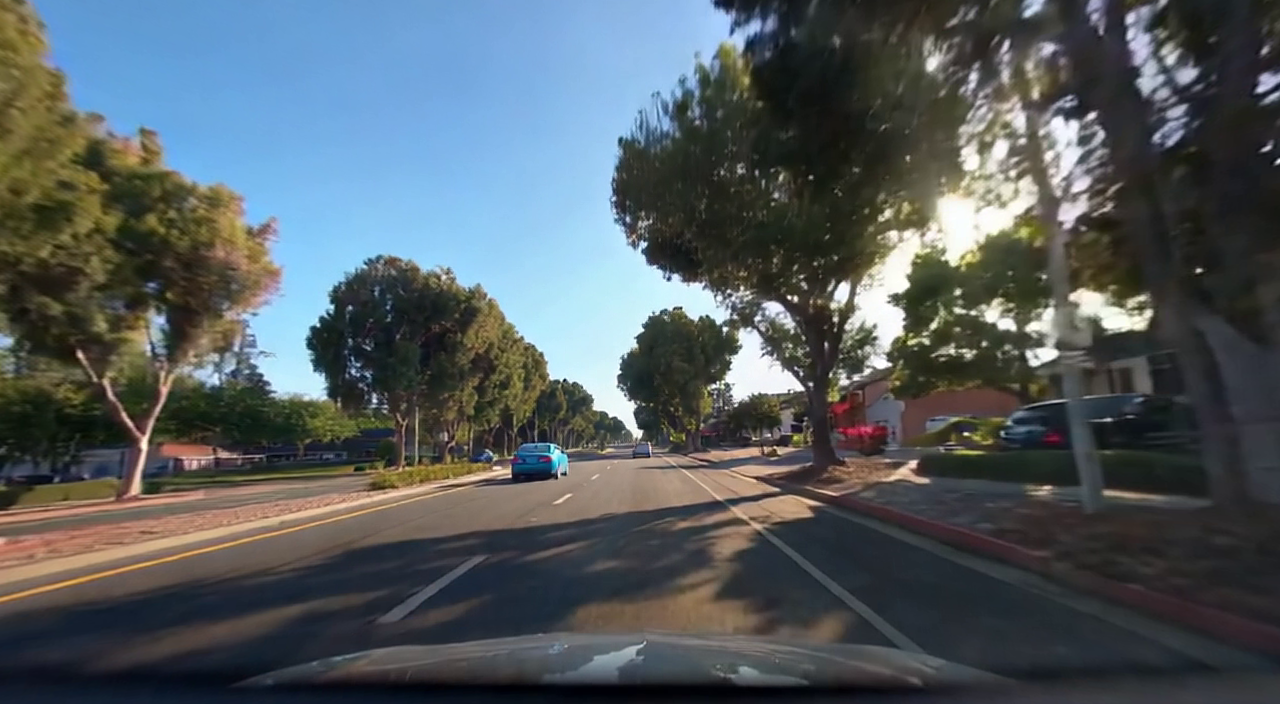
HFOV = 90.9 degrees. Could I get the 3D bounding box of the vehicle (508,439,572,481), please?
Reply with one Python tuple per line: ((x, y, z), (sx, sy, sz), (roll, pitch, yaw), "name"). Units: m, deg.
((-4.154, 4.545, 26.856), (1.914, 1.630, 4.351), (0, -8, 1), "vehicle")
